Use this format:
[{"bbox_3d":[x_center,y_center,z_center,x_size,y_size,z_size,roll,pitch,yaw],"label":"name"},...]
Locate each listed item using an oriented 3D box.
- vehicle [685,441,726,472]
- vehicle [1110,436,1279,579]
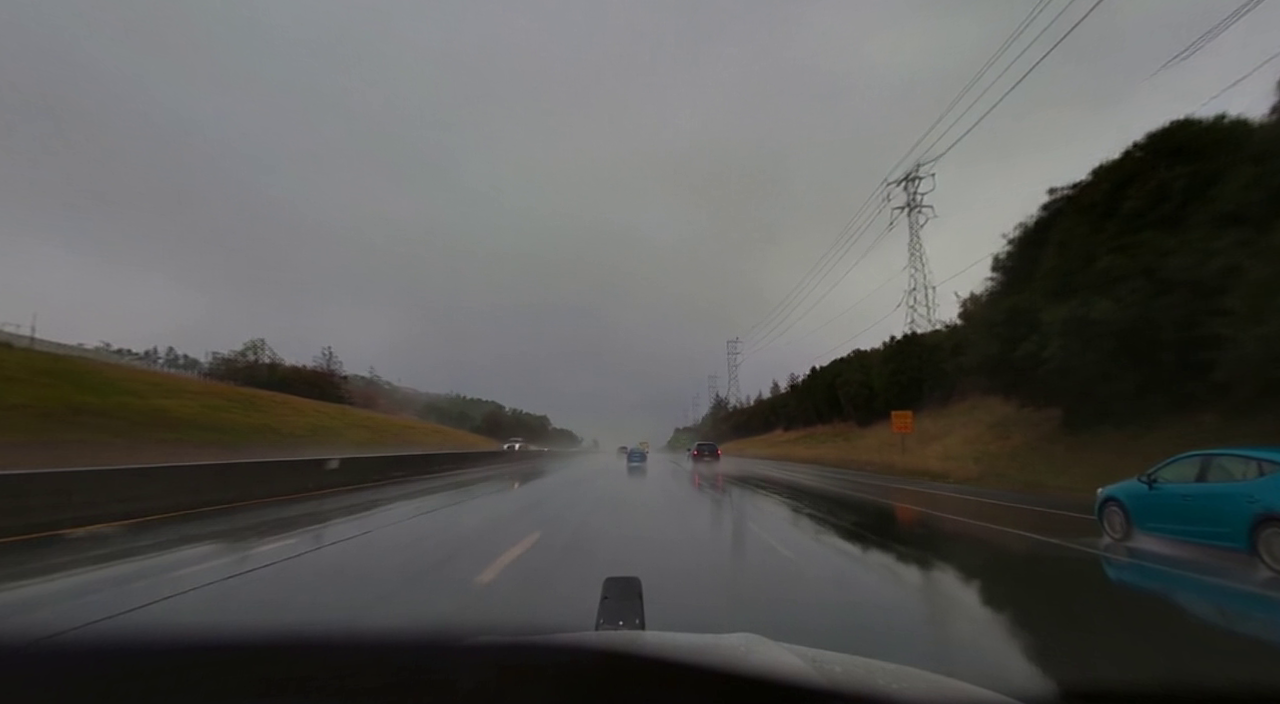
[{"bbox_3d":[3.990,6.453,39.042,2.159,1.782,4.673,0,-9,2],"label":"vehicle"},{"bbox_3d":[7.998,1.715,6.899,1.970,1.545,4.818,1,-8,0],"label":"vehicle"}]
